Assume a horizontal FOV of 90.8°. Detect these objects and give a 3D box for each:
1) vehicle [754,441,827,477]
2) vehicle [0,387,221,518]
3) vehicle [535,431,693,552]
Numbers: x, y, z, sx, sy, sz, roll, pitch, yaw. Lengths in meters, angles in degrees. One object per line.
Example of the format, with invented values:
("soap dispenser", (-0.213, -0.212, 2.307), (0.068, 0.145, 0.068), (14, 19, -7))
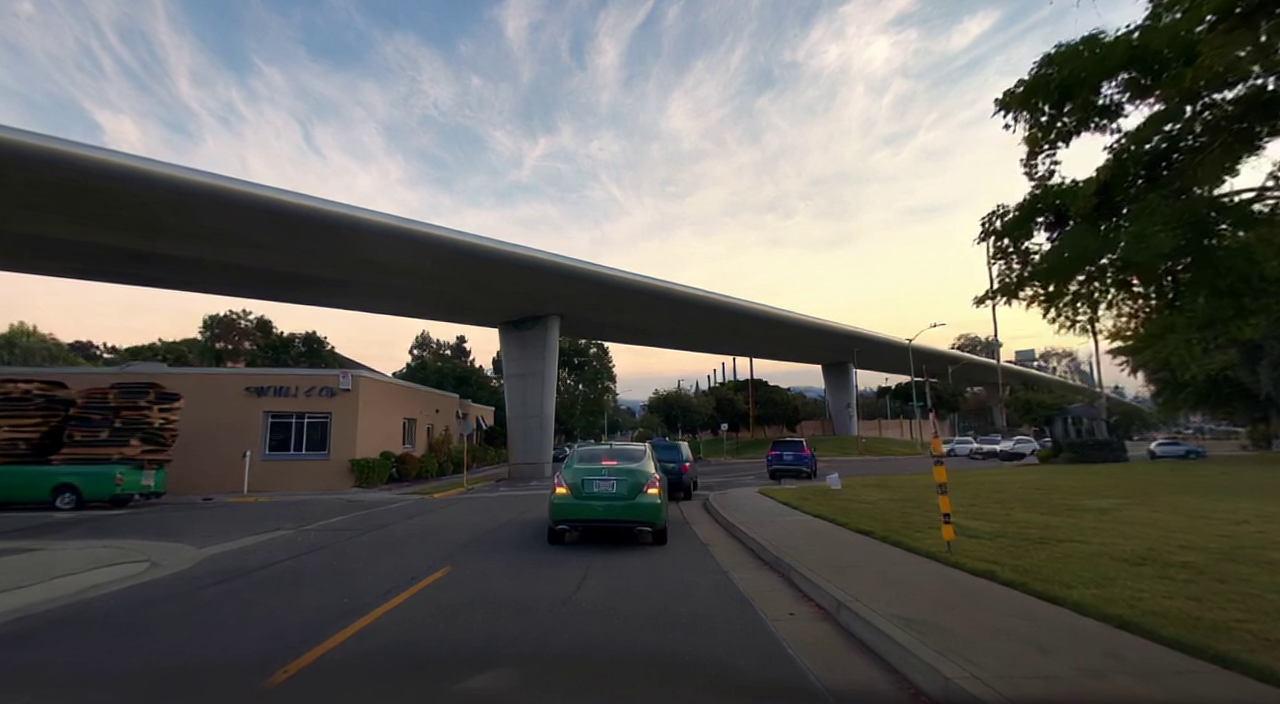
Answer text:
("vehicle", (8.444, 5.912, 35.206), (2.032, 1.828, 4.425), (-7, -11, 40))
("vehicle", (-13.553, 2.344, 14.877), (5.356, 2.762, 2.644), (0, -9, 0))
("vehicle", (-0.281, 2.194, 10.715), (2.087, 1.578, 4.652), (0, -9, 2))
